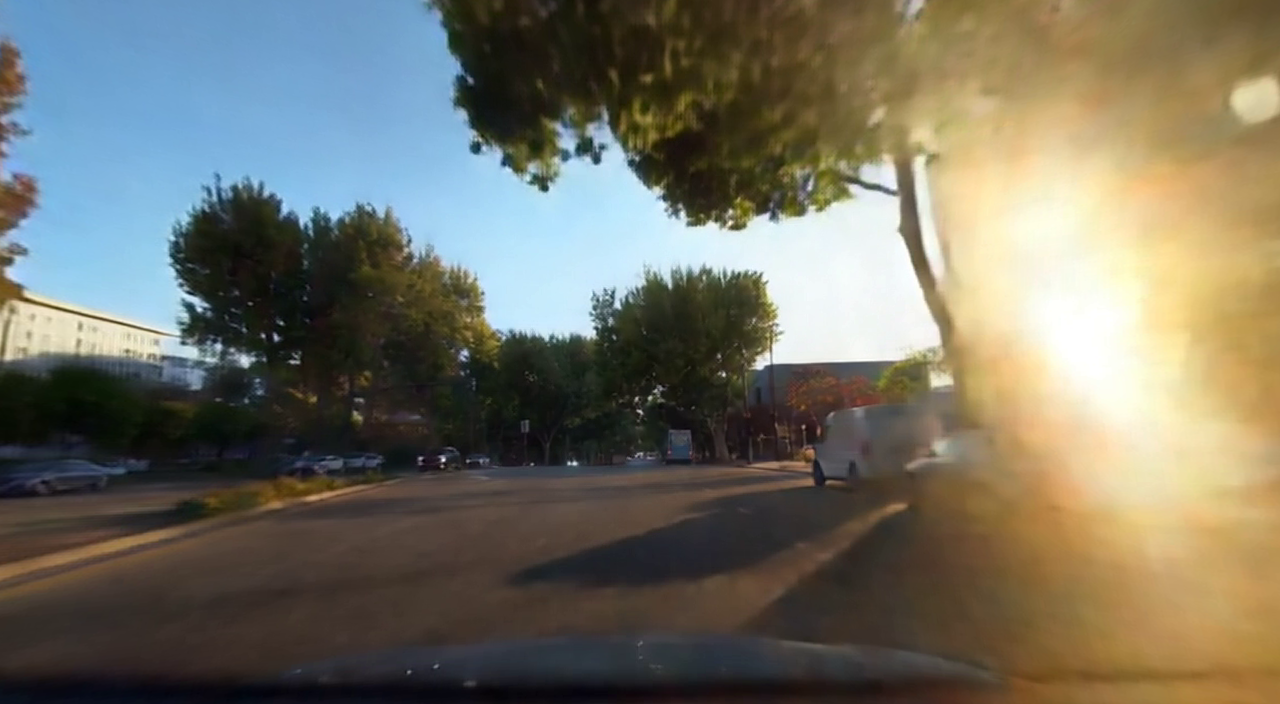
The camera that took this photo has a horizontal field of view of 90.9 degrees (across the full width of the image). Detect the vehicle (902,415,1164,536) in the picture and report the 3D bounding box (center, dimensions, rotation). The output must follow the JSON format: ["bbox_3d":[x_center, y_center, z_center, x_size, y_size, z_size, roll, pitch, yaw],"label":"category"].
[{"bbox_3d":[6.904,2.204,11.894,1.889,1.799,4.704,0,-8,0],"label":"vehicle"}]

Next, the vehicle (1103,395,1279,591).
[{"bbox_3d":[6.948,1.294,5.550,2.089,1.788,4.817,2,-8,0],"label":"vehicle"}]

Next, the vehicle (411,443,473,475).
[{"bbox_3d":[-12.417,6.706,39.881,2.419,1.787,4.859,-3,-8,0],"label":"vehicle"}]

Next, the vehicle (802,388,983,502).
[{"bbox_3d":[7.039,2.759,18.859,2.391,2.750,6.853,0,-8,-1],"label":"vehicle"}]

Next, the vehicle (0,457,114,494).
[{"bbox_3d":[-25.530,5.271,27.040,4.194,1.471,1.834,0,-8,-2],"label":"vehicle"}]

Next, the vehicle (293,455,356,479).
[{"bbox_3d":[-22.684,8.236,45.586,1.838,1.526,5.104,-1,-8,1],"label":"vehicle"}]

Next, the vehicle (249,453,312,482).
[{"bbox_3d":[-22.603,7.258,39.782,1.875,1.528,3.717,-5,-9,-2],"label":"vehicle"}]
